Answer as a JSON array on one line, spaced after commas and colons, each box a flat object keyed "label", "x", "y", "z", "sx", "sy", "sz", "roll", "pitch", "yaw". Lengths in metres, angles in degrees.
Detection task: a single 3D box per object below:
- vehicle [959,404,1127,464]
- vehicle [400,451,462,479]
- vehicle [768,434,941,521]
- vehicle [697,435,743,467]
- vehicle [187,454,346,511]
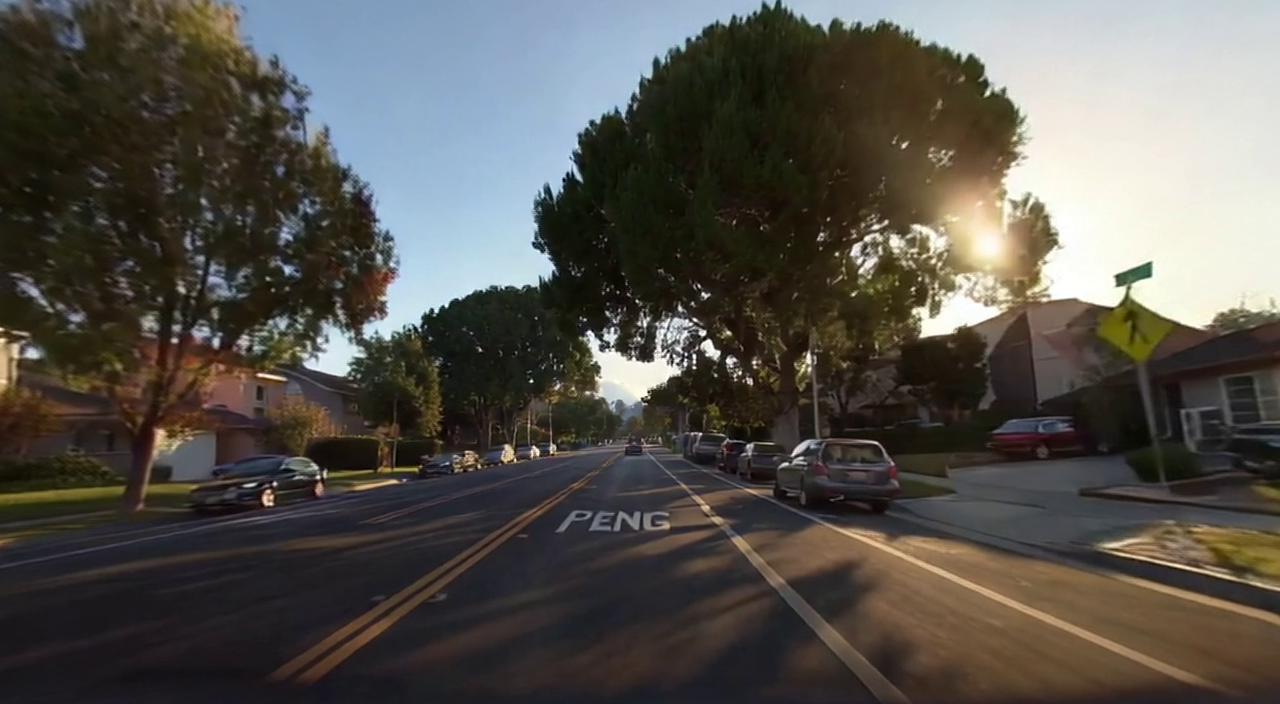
[{"label": "vehicle", "x": 13.282, "y": 2.755, "z": 21.054, "sx": 4.180, "sy": 1.707, "sz": 2.083, "roll": 2, "pitch": -9, "yaw": 0}, {"label": "vehicle", "x": -11.581, "y": 6.267, "z": 35.294, "sx": 1.867, "sy": 1.452, "sz": 4.331, "roll": -1, "pitch": -9, "yaw": 1}, {"label": "vehicle", "x": 4.378, "y": 2.629, "z": 13.823, "sx": 1.920, "sy": 1.541, "sz": 4.709, "roll": 0, "pitch": -9, "yaw": -3}, {"label": "vehicle", "x": 4.534, "y": 5.712, "z": 36.496, "sx": 1.993, "sy": 1.743, "sz": 4.525, "roll": 0, "pitch": -9, "yaw": 0}, {"label": "vehicle", "x": -11.442, "y": 3.982, "z": 19.838, "sx": 2.079, "sy": 1.509, "sz": 4.591, "roll": -1, "pitch": -9, "yaw": 2}]
